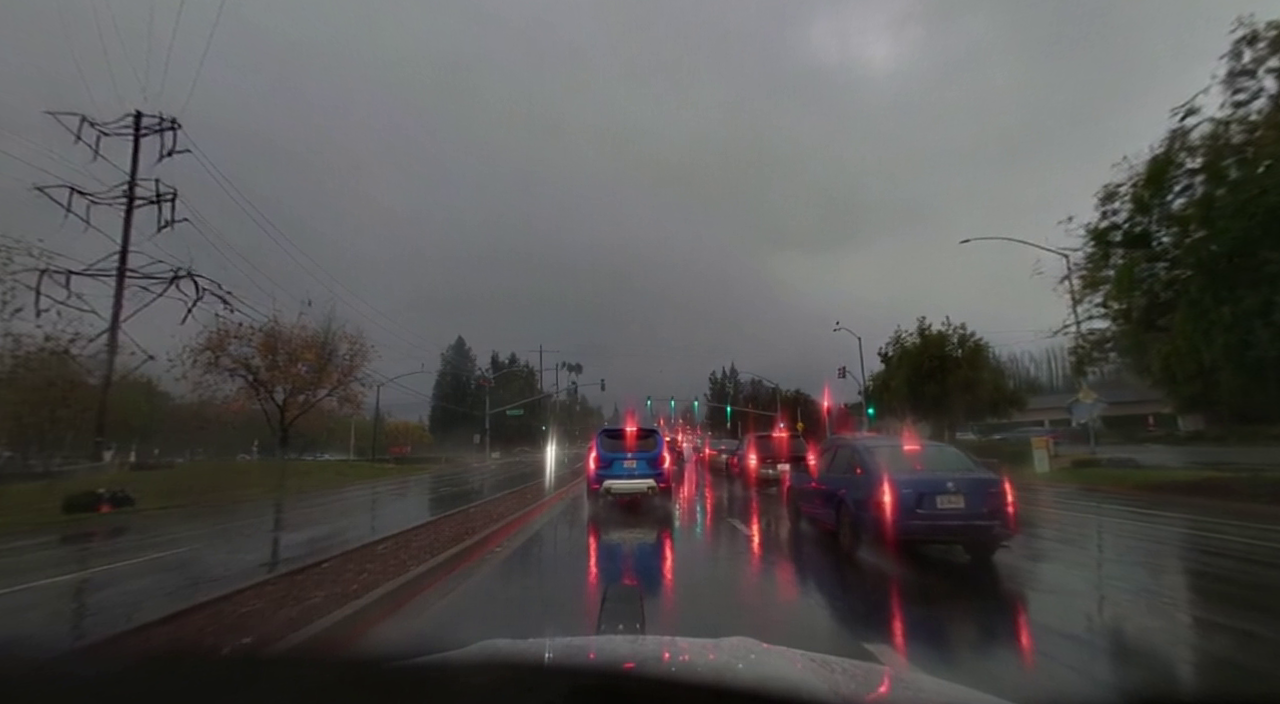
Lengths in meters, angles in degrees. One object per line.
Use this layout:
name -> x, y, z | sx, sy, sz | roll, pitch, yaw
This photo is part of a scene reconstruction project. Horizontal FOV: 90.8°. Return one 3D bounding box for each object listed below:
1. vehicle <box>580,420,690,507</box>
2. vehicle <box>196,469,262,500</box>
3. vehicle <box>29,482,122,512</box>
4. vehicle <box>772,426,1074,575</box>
vehicle -> -0.140, 2.672, 15.469 | 2.300, 1.821, 4.254 | 0, -9, -1
vehicle -> -25.231, 8.082, 38.769 | 3.826, 1.522, 1.741 | -3, -8, 30
vehicle -> -33.395, 8.566, 37.430 | 3.637, 1.483, 2.007 | -2, -7, 1
vehicle -> 3.306, 1.824, 8.611 | 1.984, 1.462, 4.513 | 0, -9, 0
